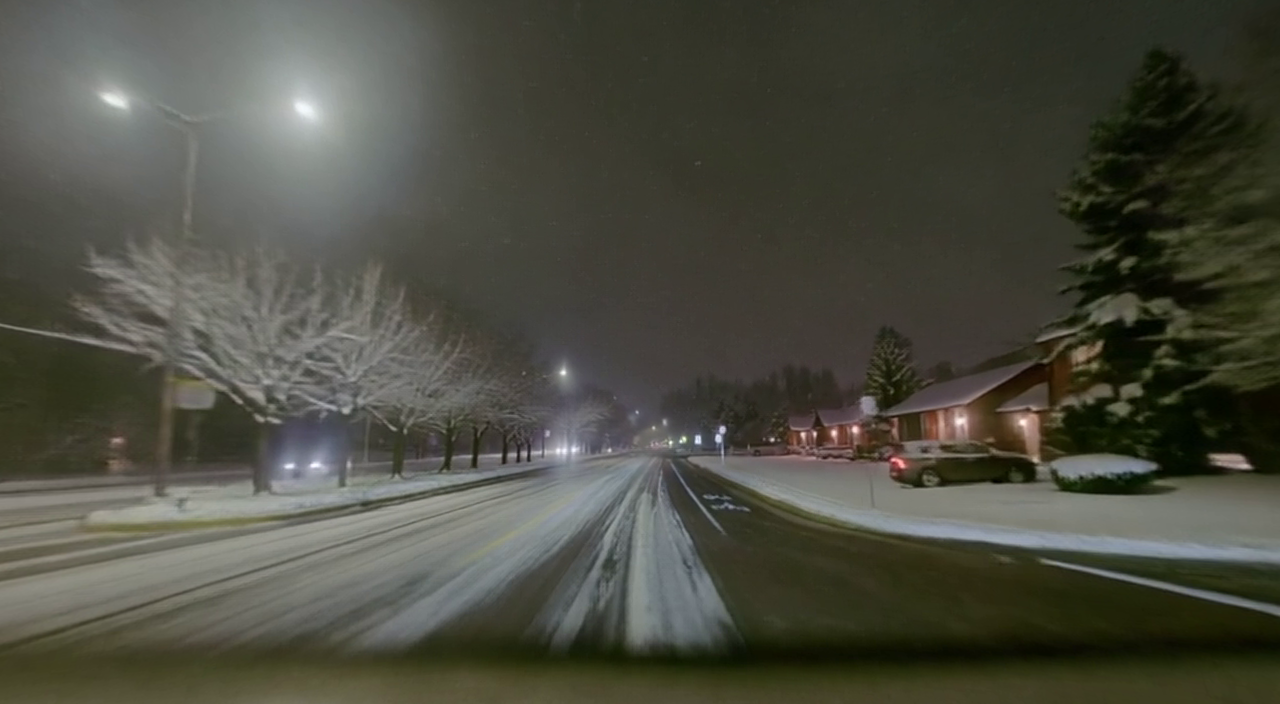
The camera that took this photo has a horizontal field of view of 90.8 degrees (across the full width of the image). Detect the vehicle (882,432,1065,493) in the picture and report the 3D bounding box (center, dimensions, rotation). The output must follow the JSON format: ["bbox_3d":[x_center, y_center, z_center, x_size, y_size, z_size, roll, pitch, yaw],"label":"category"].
[{"bbox_3d":[10.284,3.411,19.877,2.199,1.661,4.495,5,-10,-30],"label":"vehicle"}]

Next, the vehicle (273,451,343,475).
[{"bbox_3d":[-21.915,7.326,41.947,1.989,1.477,4.760,0,-8,2],"label":"vehicle"}]
